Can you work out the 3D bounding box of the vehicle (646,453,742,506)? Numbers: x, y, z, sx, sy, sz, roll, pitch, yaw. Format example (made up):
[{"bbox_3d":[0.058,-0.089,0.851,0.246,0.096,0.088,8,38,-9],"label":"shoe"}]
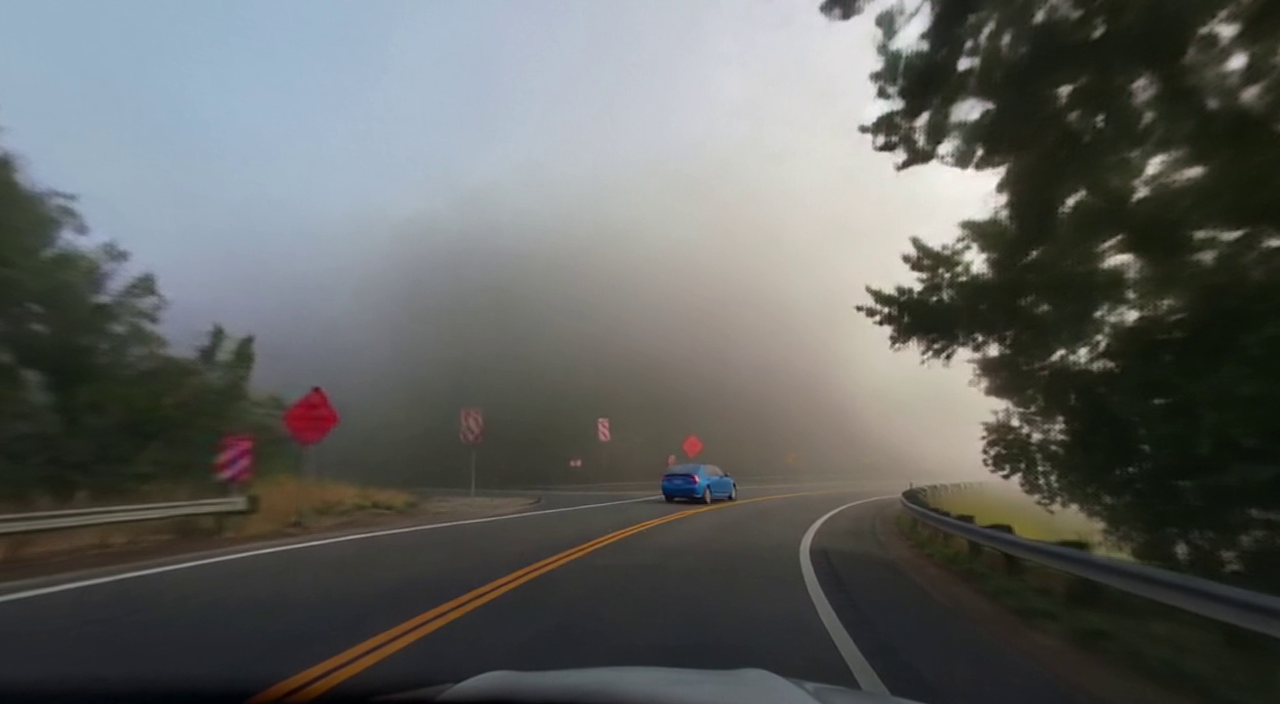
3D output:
[{"bbox_3d":[2.085,4.602,22.929,1.997,1.692,4.422,-4,-11,26],"label":"vehicle"}]
